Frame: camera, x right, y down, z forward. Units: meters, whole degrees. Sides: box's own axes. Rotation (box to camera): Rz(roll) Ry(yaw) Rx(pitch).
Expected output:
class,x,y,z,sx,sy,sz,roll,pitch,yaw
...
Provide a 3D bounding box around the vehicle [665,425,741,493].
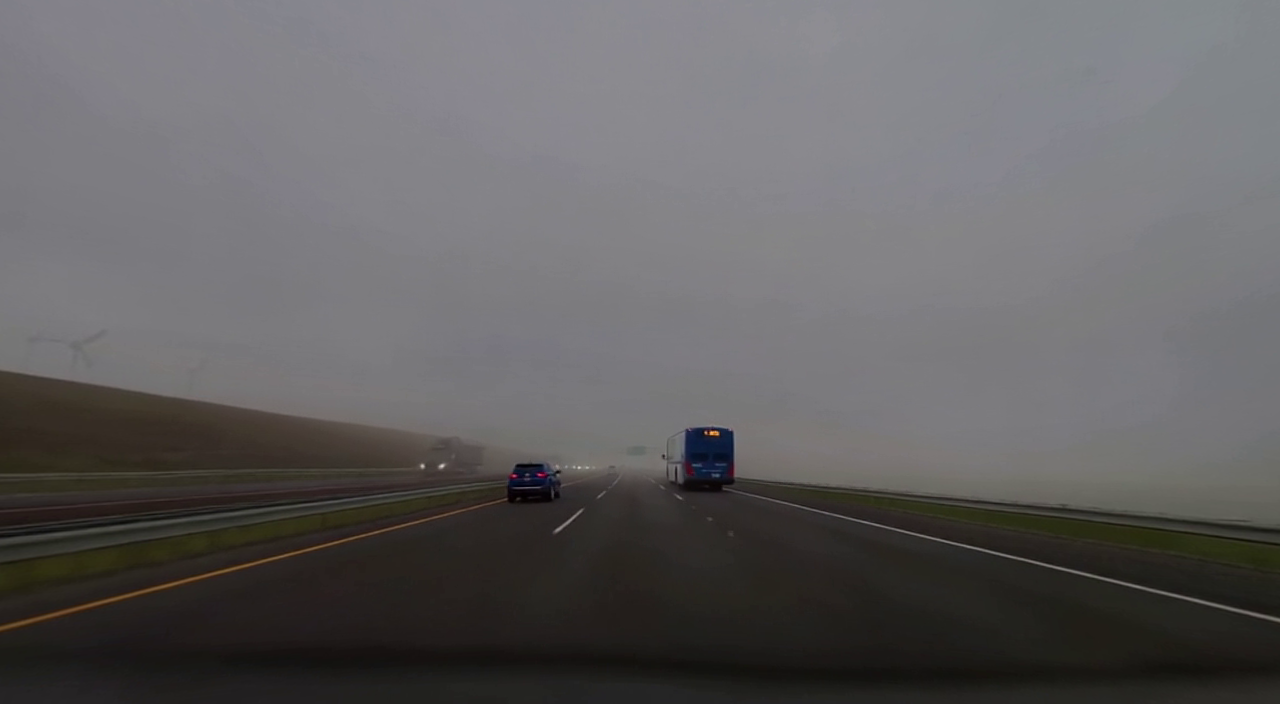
class,x,y,z,sx,sy,sz,roll,pitch,yaw
vehicle,3.609,6.979,40.654,2.941,3.574,14.463,1,-10,-2

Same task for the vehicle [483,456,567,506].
class,x,y,z,sx,sy,sz,roll,pitch,yaw
vehicle,-3.971,4.585,22.598,2.213,1.568,4.274,1,-10,0
